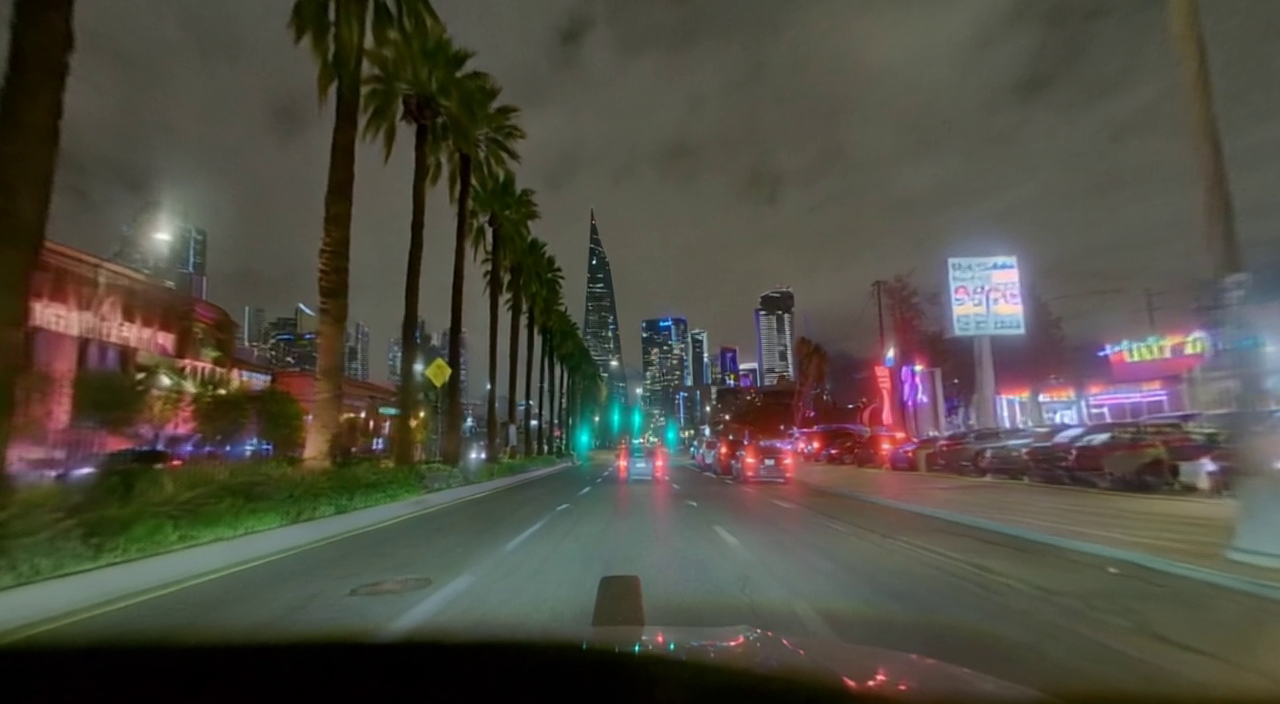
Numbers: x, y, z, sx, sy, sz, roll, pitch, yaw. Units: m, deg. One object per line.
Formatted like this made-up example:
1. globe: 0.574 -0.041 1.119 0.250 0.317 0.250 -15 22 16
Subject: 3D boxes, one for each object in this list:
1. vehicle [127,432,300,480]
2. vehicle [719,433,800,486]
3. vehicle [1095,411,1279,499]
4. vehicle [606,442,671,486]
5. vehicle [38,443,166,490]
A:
1. vehicle: -30.636 7.571 46.553 3.081 3.048 13.223 0 -8 3
2. vehicle: 4.380 4.033 23.998 2.136 1.774 4.778 0 -8 0
3. vehicle: 12.690 2.140 13.200 4.556 1.657 2.242 0 -8 -3
4. vehicle: -0.050 4.158 23.748 2.235 1.528 3.876 0 -8 0
5. vehicle: -26.432 5.646 31.230 2.277 2.133 4.869 1 -10 -6
